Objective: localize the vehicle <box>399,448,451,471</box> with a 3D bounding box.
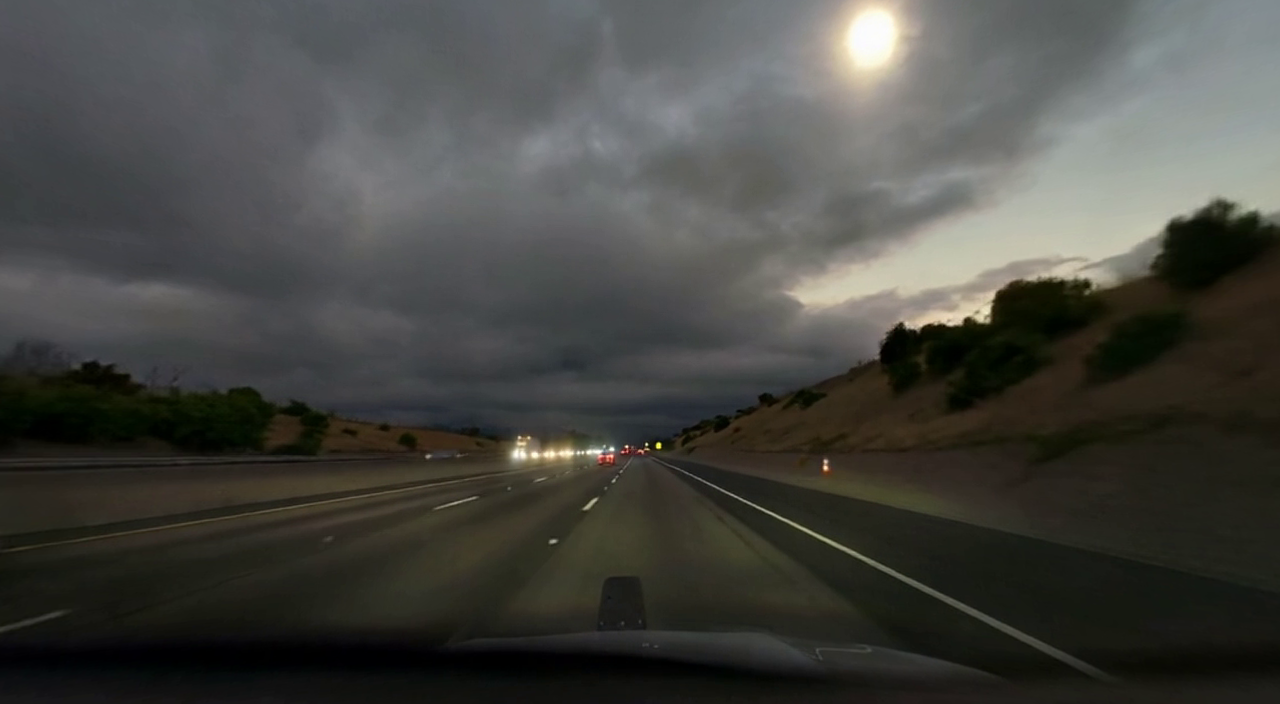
[{"bbox_3d":[-14.386,7.212,42.431,1.856,1.465,4.534,0,-9,0],"label":"vehicle"}]
